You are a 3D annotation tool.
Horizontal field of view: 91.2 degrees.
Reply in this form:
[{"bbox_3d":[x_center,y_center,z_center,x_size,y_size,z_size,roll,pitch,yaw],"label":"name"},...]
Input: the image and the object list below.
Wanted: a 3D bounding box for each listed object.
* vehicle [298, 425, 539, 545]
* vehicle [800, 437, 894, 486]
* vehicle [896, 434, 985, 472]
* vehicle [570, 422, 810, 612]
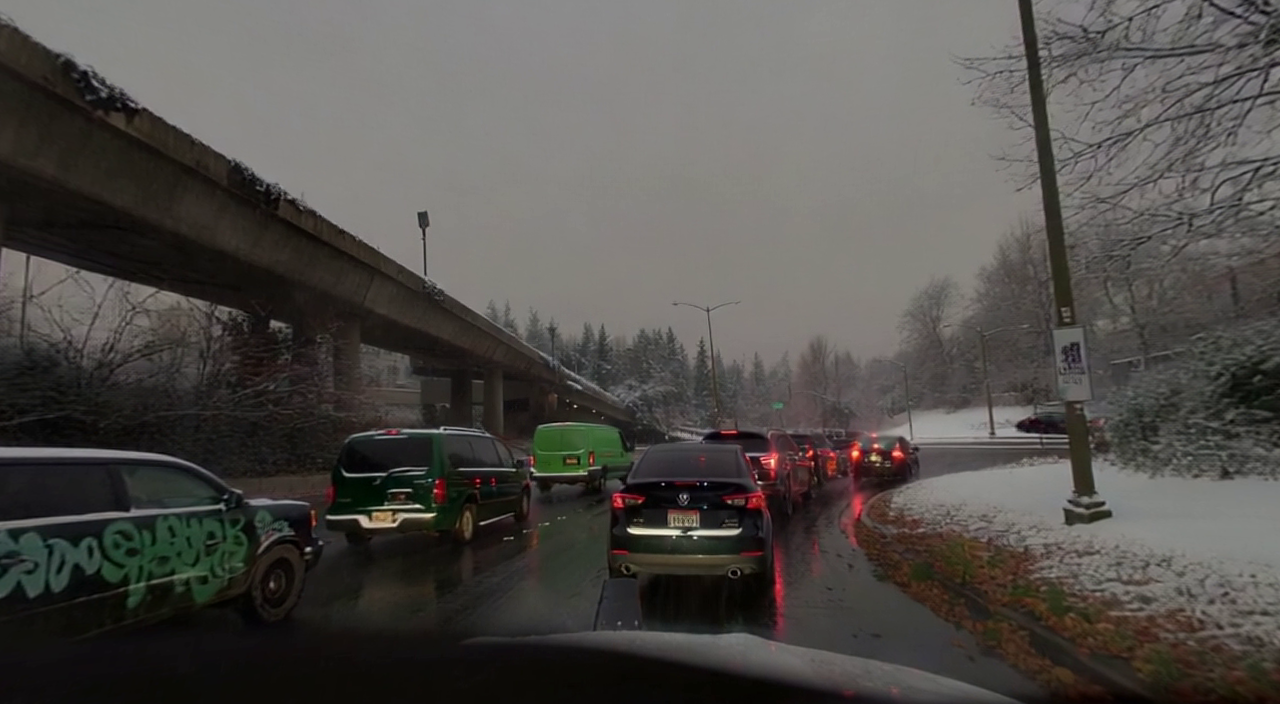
[{"bbox_3d":[-3.332,2.087,10.448,1.921,1.554,4.081,-2,-9,11],"label":"vehicle"},{"bbox_3d":[6.940,3.577,20.746,1.780,1.446,3.902,-7,-11,35],"label":"vehicle"},{"bbox_3d":[12.865,4.287,26.723,3.934,1.485,1.763,7,-11,-38],"label":"vehicle"},{"bbox_3d":[0.843,1.663,7.197,2.064,1.515,3.722,-3,-9,15],"label":"vehicle"}]
